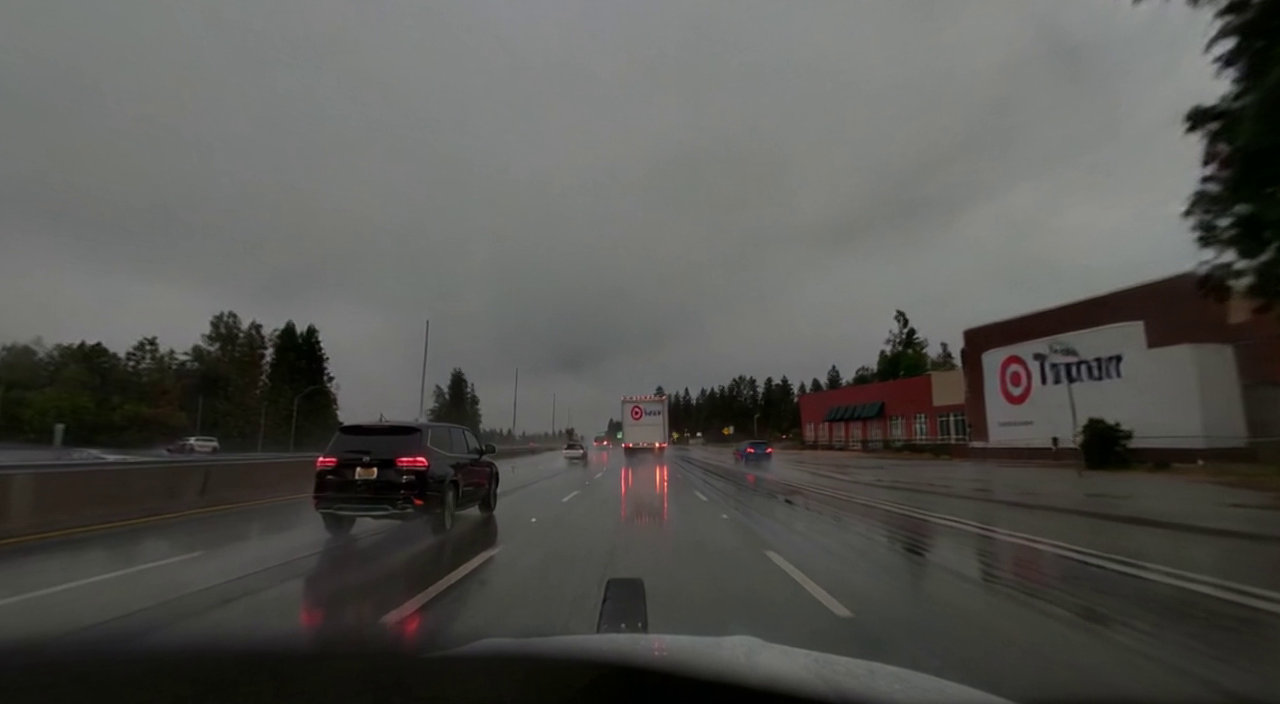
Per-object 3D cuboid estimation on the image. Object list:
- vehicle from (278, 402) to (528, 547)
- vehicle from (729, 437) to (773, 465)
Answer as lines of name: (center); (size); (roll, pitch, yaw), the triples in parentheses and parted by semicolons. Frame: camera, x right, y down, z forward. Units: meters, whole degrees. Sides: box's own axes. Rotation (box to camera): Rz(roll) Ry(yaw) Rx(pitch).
vehicle: (-3.457, 1.927, 10.488); (2.178, 1.826, 4.933); (0, -9, 1)
vehicle: (6.897, 6.212, 39.536); (1.958, 1.681, 4.109); (0, -9, -1)
